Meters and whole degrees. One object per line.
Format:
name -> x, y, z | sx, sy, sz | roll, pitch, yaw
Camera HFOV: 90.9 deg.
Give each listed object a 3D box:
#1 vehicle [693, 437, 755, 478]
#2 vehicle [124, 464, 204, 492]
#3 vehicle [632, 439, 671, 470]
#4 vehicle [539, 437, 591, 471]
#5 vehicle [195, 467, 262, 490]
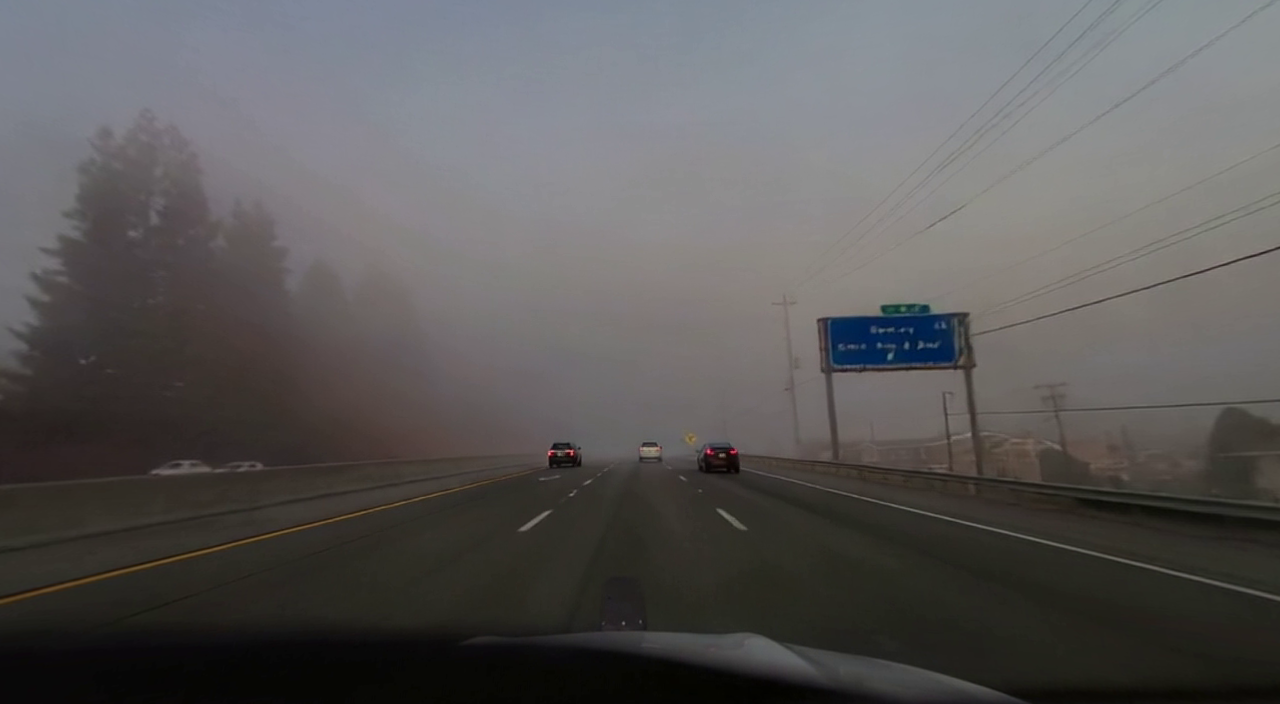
vehicle -> 3.414, 4.344, 26.247 | 1.996, 1.579, 3.841 | 0, -8, -1
vehicle -> -35.960, 9.483, 47.850 | 2.088, 1.840, 4.956 | 0, -8, 1
vehicle -> 0.593, 5.625, 34.834 | 2.049, 1.620, 4.153 | 0, -8, 0
vehicle -> -4.078, 5.669, 35.197 | 2.217, 1.773, 4.553 | 0, -8, 1
vehicle -> -31.532, 9.660, 48.456 | 1.850, 1.517, 4.820 | 0, -8, 0
